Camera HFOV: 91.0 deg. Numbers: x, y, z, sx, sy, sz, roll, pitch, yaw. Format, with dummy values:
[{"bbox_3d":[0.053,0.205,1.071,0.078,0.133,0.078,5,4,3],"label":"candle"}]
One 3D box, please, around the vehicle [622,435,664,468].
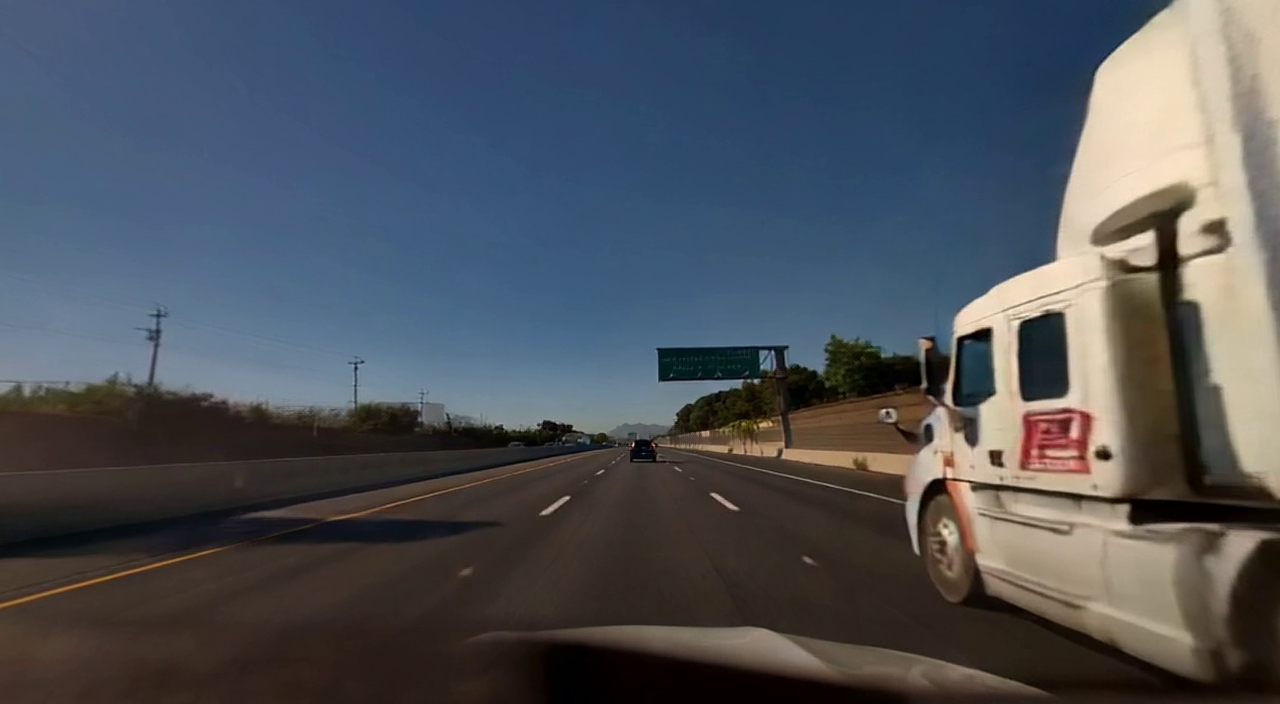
[{"bbox_3d":[0.158,5.262,33.369,2.111,1.635,4.177,0,-8,0],"label":"vehicle"}]
